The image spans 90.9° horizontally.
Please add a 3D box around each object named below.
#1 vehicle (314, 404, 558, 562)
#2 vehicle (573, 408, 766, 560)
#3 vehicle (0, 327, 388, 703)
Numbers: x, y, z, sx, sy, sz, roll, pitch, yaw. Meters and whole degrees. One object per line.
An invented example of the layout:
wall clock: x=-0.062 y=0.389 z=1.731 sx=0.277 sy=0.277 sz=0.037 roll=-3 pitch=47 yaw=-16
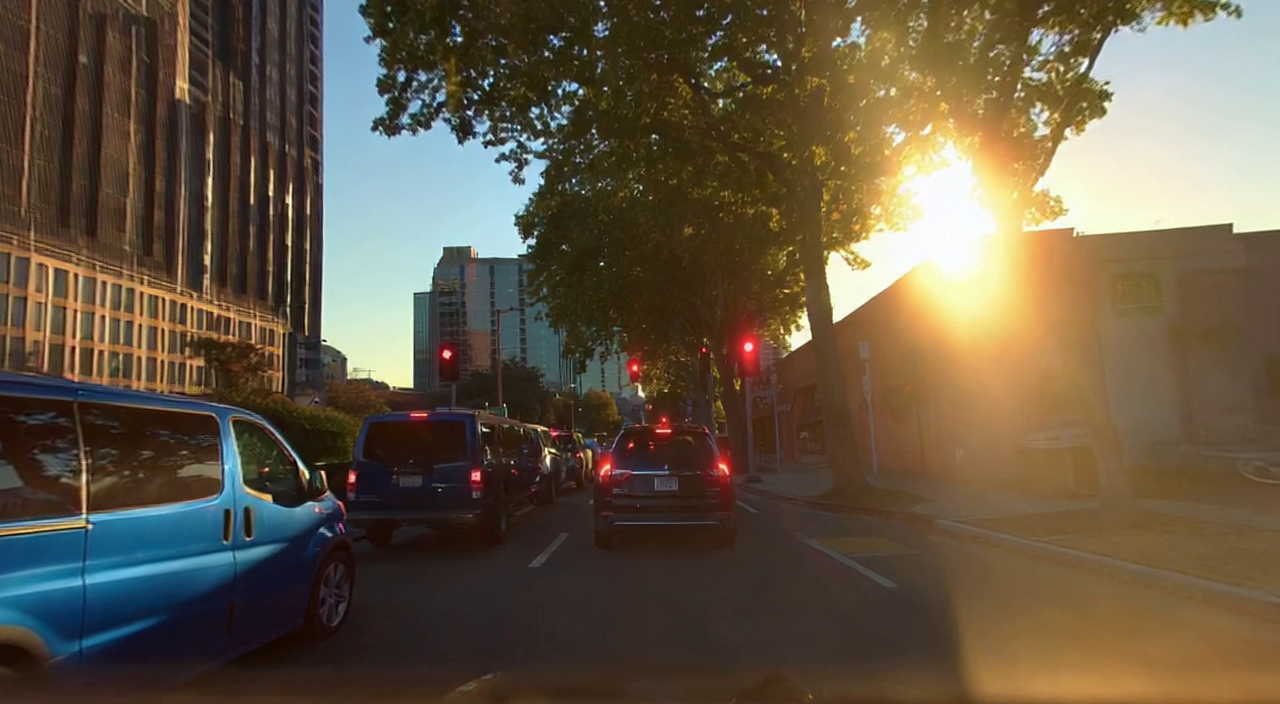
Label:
vehicle: x=-2.650 y=1.842 z=9.610 sx=2.124 sy=1.799 sz=4.587 roll=0 pitch=-8 yaw=1
vehicle: x=0.360 y=1.810 z=9.260 sx=2.205 sy=1.727 sz=3.917 roll=0 pitch=-8 yaw=1
vehicle: x=-3.172 y=0.980 z=3.485 sx=1.940 sy=1.722 sz=3.823 roll=0 pitch=-8 yaw=0
